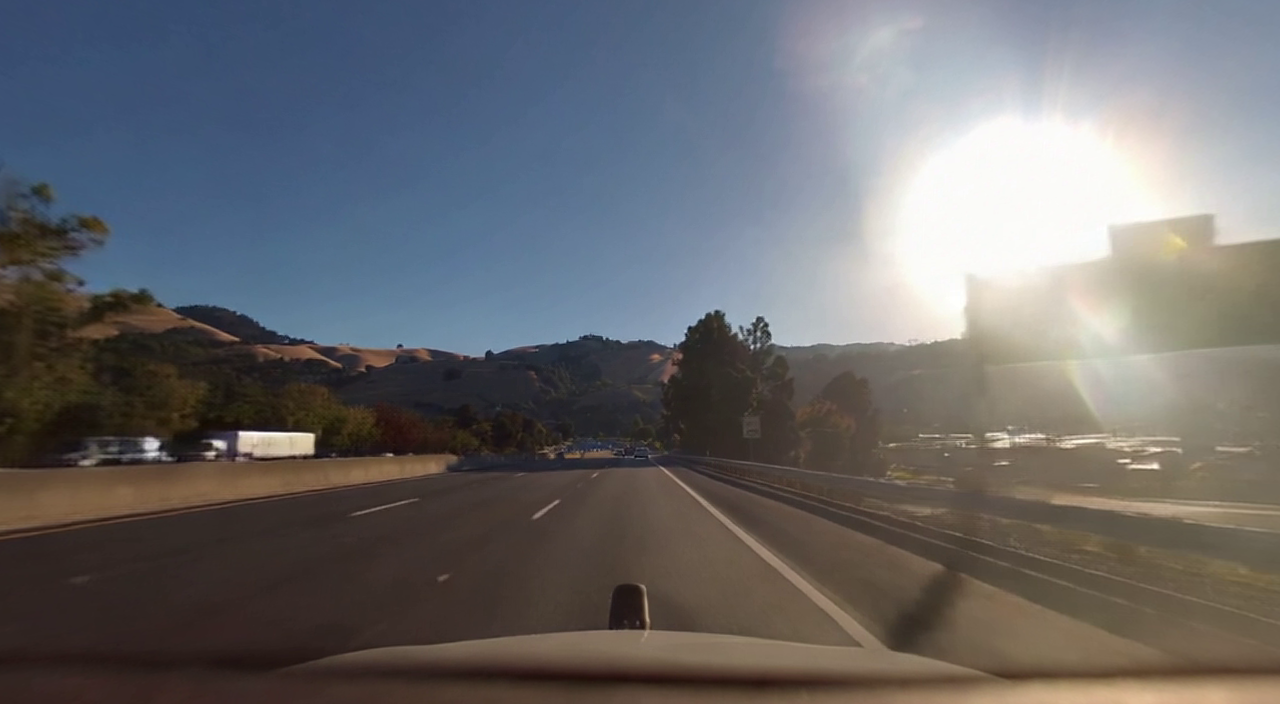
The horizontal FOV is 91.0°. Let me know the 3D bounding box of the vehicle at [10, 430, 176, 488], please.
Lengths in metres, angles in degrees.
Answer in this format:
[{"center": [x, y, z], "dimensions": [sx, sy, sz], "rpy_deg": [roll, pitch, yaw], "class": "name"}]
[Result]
[{"center": [-36.641, 7.209, 42.870], "dimensions": [2.933, 3.474, 9.227], "rpy_deg": [0, -9, 0], "class": "vehicle"}]
